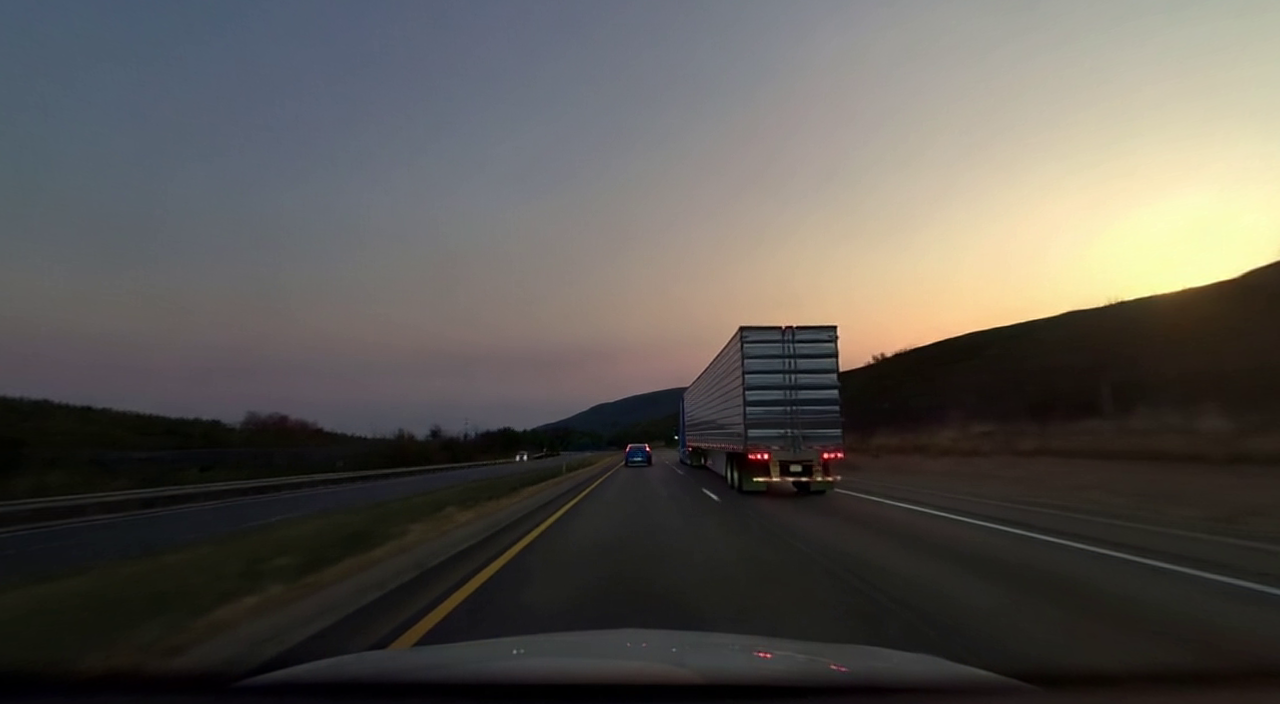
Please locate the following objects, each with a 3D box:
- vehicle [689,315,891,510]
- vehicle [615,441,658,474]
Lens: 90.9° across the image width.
[{"bbox_3d":[3.763,2.419,21.379,2.929,4.158,15.921,0,-8,0],"label":"vehicle"},{"bbox_3d":[-0.157,5.179,31.161,1.968,1.515,4.025,0,-8,0],"label":"vehicle"}]
